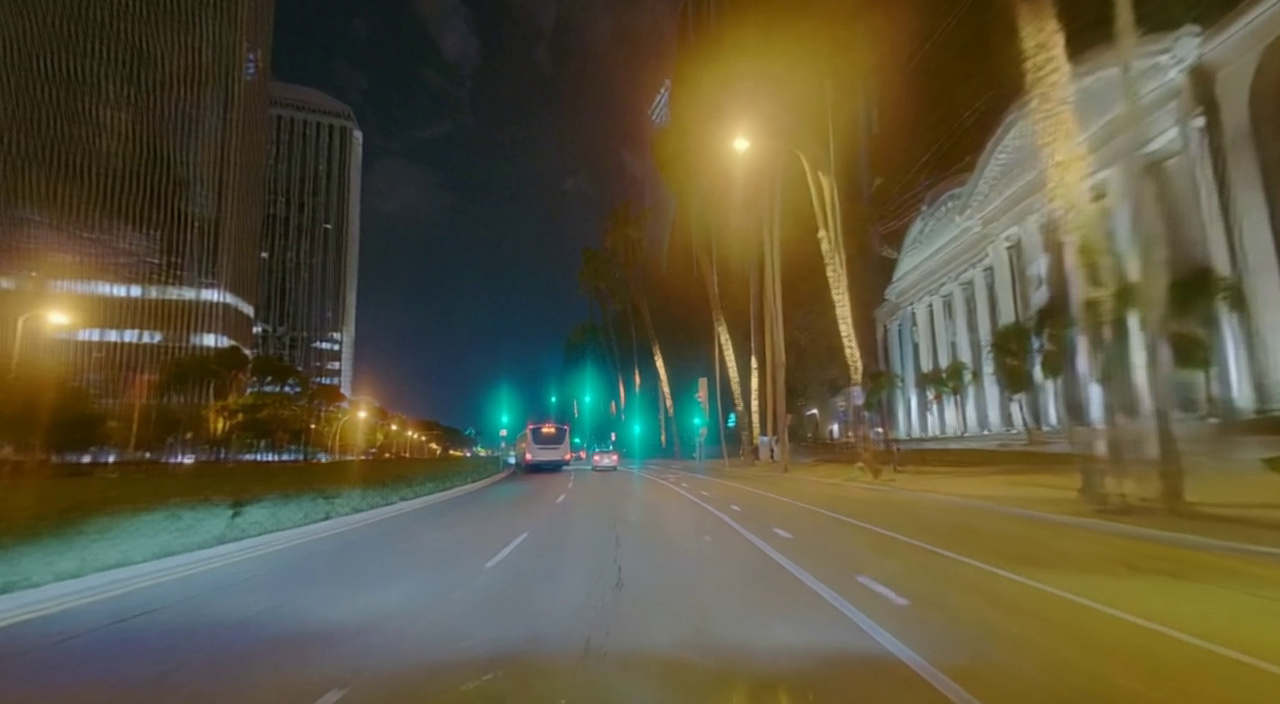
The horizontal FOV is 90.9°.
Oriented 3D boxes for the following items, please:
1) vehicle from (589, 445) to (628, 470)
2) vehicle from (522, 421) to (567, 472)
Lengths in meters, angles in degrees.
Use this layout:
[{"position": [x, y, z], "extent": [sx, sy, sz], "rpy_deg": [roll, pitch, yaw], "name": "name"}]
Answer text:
[{"position": [-1.996, 6.496, 39.041], "extent": [2.107, 1.481, 4.097], "rpy_deg": [1, -8, -7], "name": "vehicle"}, {"position": [-6.276, 6.329, 42.357], "extent": [2.678, 3.042, 8.474], "rpy_deg": [1, -8, -7], "name": "vehicle"}]
